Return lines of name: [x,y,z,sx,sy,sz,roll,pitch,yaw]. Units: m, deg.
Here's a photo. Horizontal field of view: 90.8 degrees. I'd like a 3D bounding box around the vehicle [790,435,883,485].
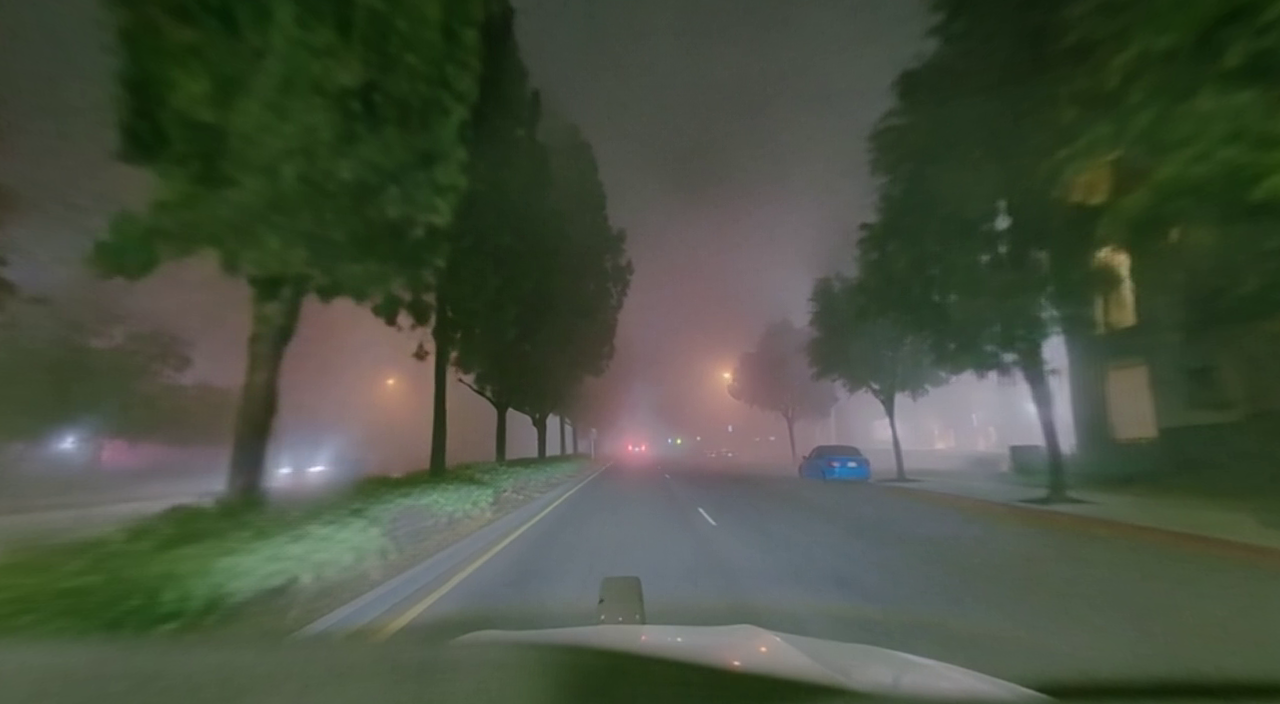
vehicle: [7.846,4.369,25.826,2.167,1.848,4.713,0,-8,-1]
